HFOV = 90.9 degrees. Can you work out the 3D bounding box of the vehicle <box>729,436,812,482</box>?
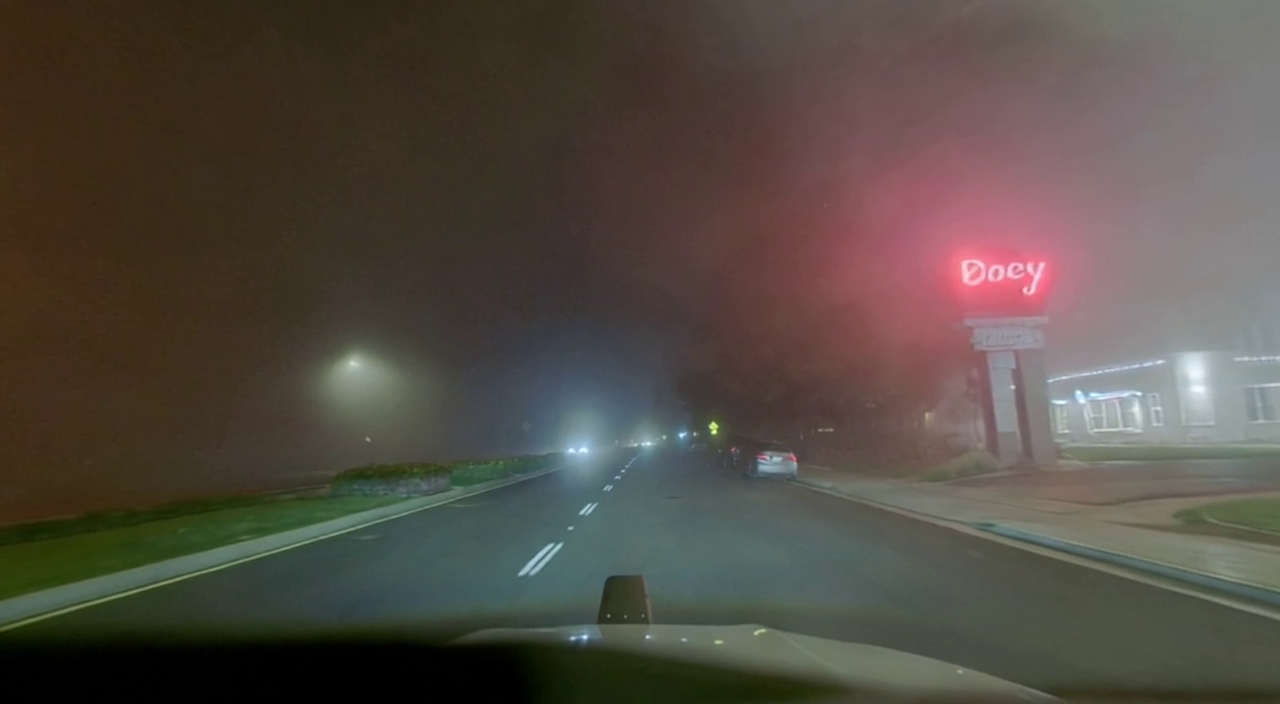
[{"bbox_3d":[4.700,3.930,23.557,2.085,1.509,5.134,0,-8,1],"label":"vehicle"}]
